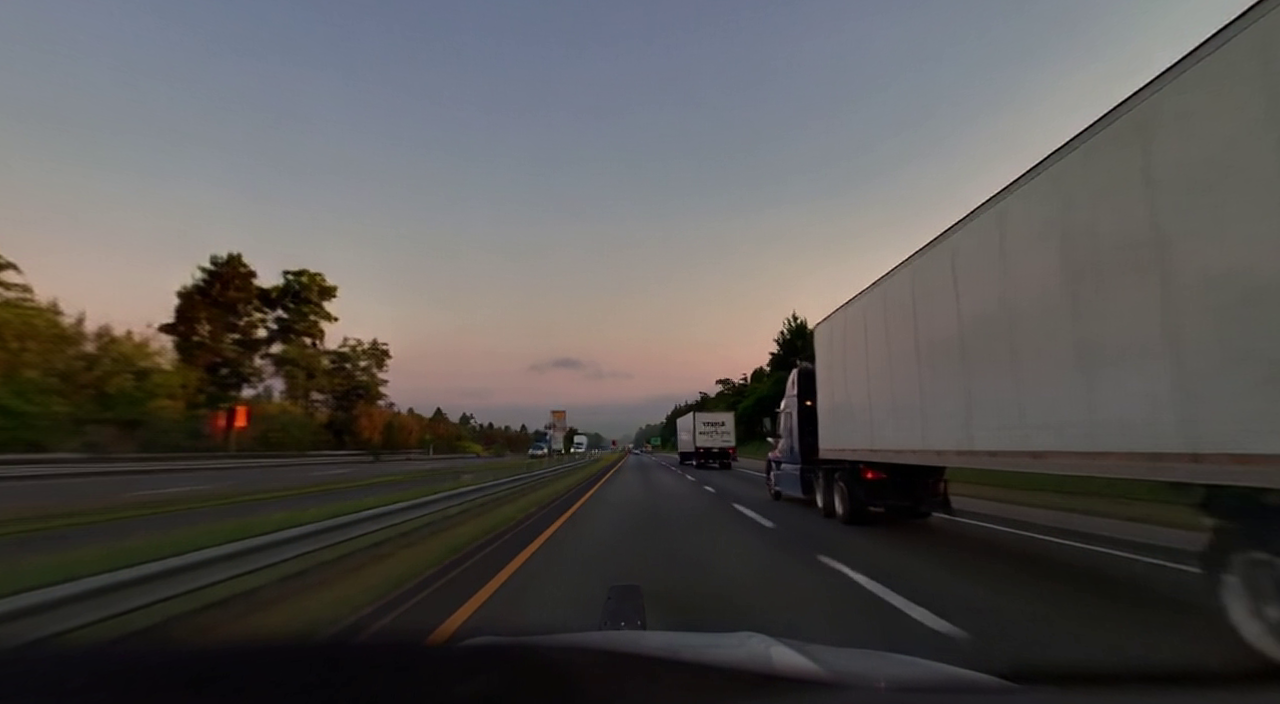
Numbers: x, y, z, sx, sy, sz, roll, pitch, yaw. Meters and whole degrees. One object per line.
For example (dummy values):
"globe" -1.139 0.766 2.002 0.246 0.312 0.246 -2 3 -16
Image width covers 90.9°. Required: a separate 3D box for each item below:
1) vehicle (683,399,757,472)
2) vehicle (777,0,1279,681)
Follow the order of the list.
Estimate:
"vehicle" 4.903 5.744 42.171 2.983 4.030 14.444 0 -9 0
"vehicle" 5.014 0.588 8.776 2.929 4.093 14.258 0 -9 0
